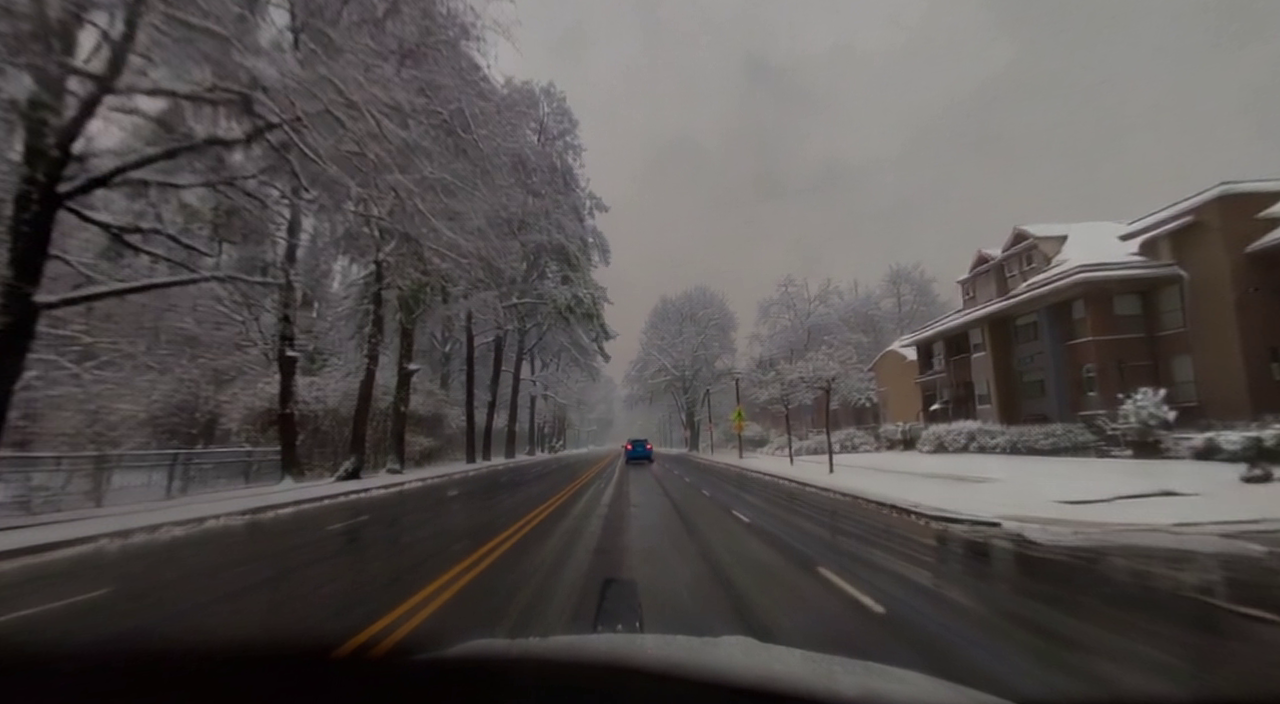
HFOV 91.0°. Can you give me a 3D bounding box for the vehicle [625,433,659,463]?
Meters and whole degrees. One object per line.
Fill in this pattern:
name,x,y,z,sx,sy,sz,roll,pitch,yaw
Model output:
vehicle,0.119,5.896,38.721,1.981,1.703,3.691,0,-8,1
